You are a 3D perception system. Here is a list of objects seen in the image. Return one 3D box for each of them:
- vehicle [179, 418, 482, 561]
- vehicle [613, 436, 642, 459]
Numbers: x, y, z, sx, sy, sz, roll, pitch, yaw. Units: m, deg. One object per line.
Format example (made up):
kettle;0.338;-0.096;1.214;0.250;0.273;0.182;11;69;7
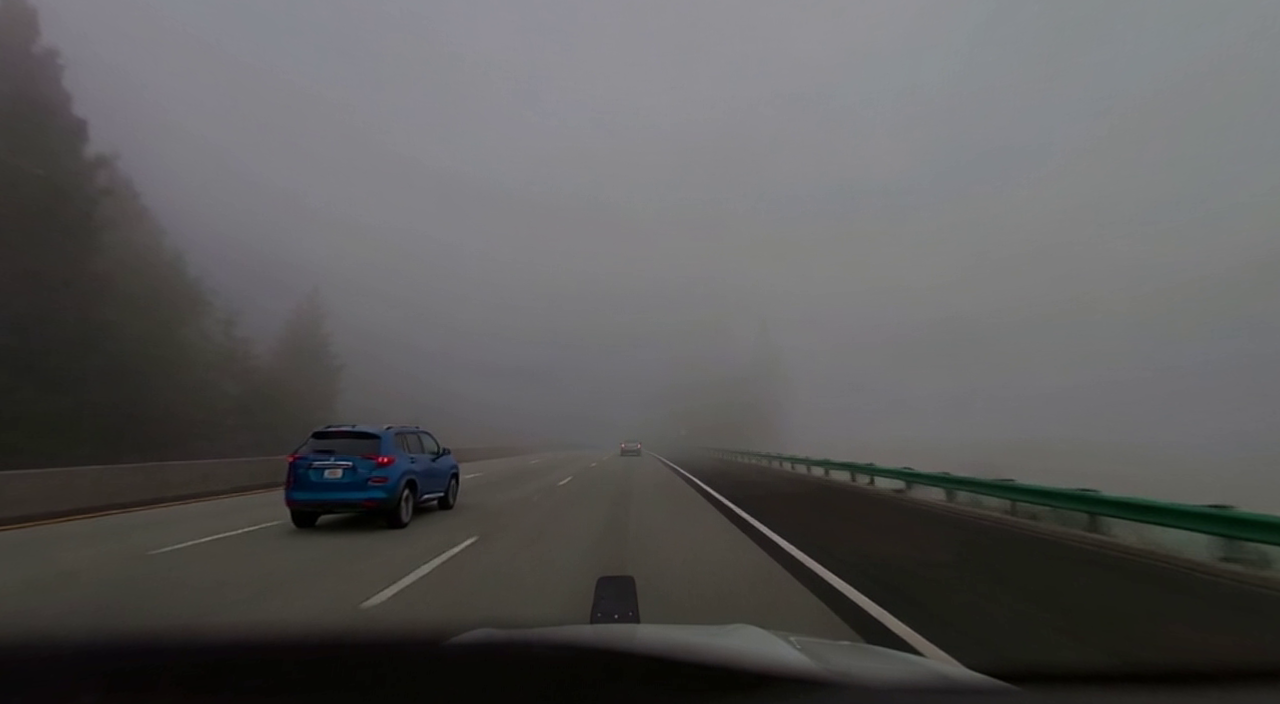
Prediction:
vehicle;-3.992;1.825;9.335;2.072;1.545;4.767;0;-8;0
vehicle;-0.809;6.220;41.280;1.836;1.450;3.519;0;-8;-1
